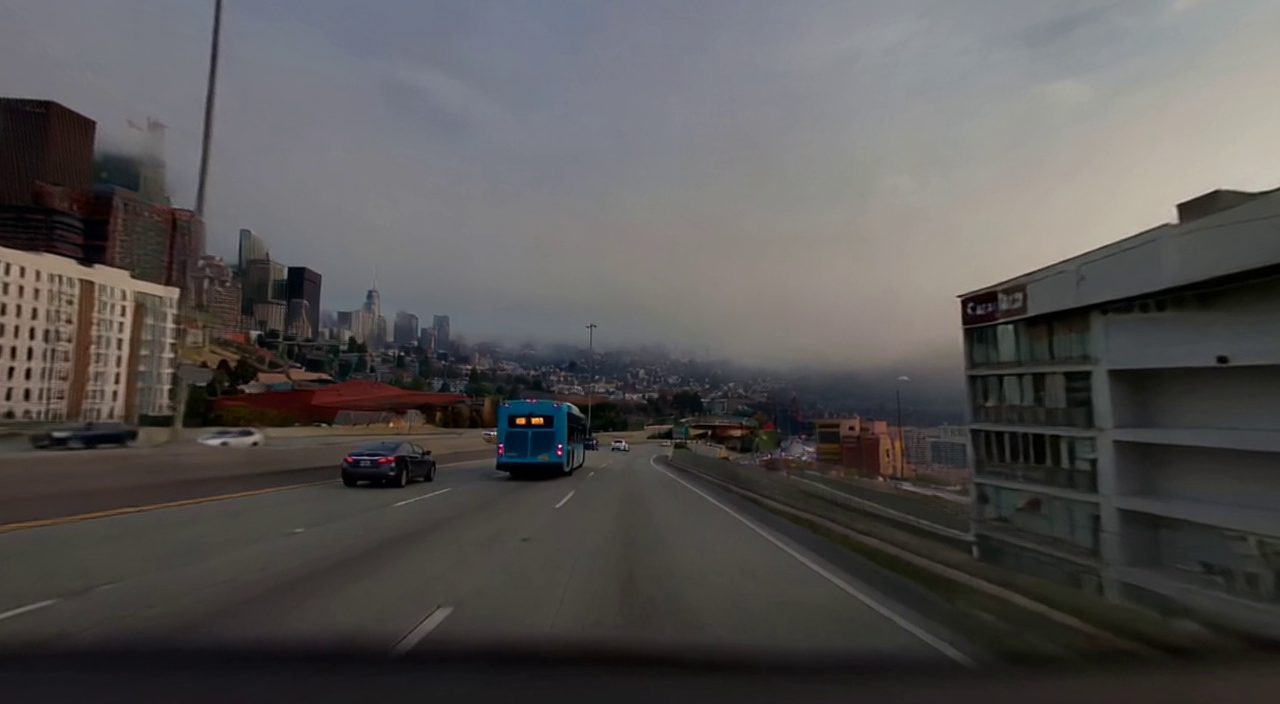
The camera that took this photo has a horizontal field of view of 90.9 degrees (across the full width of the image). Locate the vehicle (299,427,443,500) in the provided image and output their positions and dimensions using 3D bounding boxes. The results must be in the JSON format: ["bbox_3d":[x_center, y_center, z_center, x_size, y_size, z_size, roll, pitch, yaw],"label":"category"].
[{"bbox_3d":[-7.099,2.996,17.262,1.993,1.690,4.450,0,-9,-1],"label":"vehicle"}]

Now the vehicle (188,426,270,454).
[{"bbox_3d":[-24.463,5.281,37.701,1.843,1.533,4.083,-1,-9,6],"label":"vehicle"}]

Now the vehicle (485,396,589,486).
[{"bbox_3d":[-3.710,3.614,24.913,2.888,2.944,8.373,0,-10,-1],"label":"vehicle"}]

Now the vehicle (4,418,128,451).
[{"bbox_3d":[-31.979,4.676,35.357,1.840,1.662,5.052,-1,-9,6],"label":"vehicle"}]
